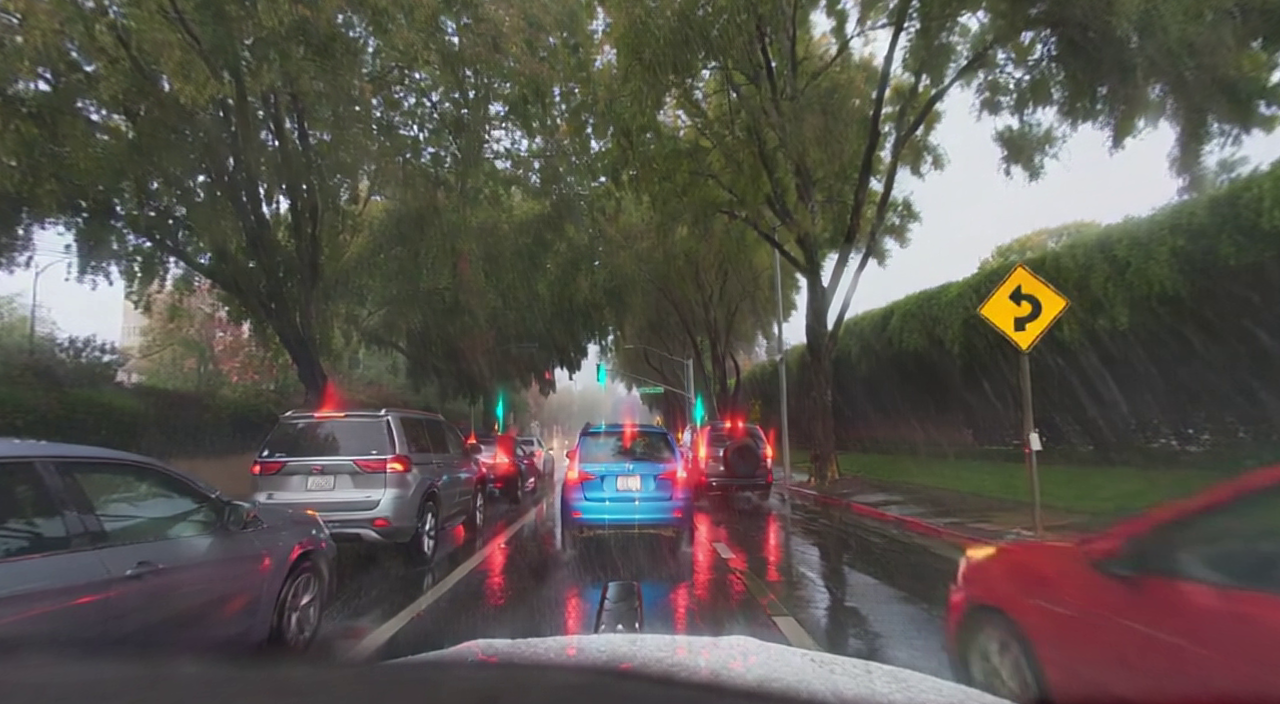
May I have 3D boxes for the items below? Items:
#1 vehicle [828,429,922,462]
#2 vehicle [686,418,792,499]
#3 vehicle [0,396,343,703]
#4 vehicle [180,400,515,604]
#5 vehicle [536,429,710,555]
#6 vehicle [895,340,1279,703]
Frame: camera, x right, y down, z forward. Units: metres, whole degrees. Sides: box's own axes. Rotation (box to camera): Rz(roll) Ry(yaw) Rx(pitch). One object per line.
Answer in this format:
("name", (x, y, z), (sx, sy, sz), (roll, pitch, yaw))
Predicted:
("vehicle", (11.390, 4.563, 30.685), (3.883, 1.534, 1.779), (0, -8, 2))
("vehicle", (2.459, 2.808, 16.871), (2.059, 1.864, 4.541), (0, -8, -1))
("vehicle", (-2.927, 0.842, 1.621), (1.974, 1.484, 4.716), (0, -8, 1))
("vehicle", (-2.891, 1.572, 7.446), (1.964, 1.712, 4.097), (0, -8, 0))
("vehicle", (-0.245, 1.921, 9.338), (2.025, 1.453, 3.848), (0, -8, -2))
("vehicle", (2.529, 0.693, 1.200), (2.116, 1.497, 4.652), (0, -8, 0))
